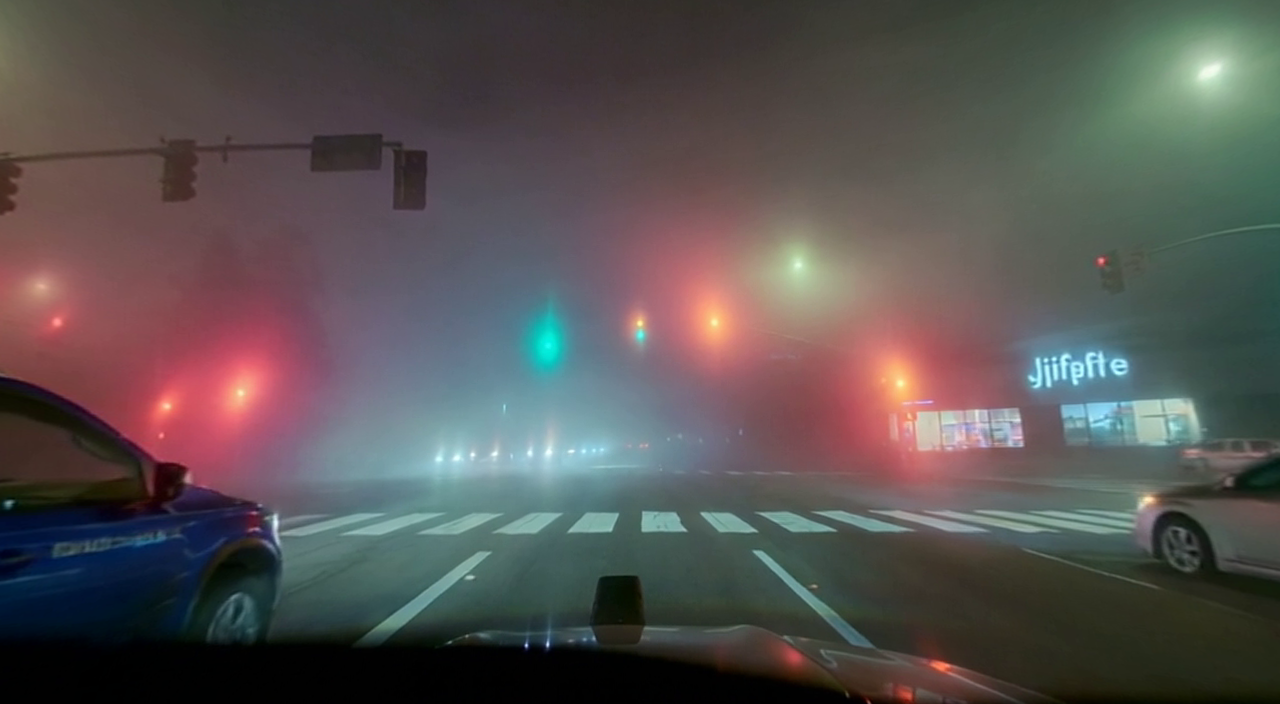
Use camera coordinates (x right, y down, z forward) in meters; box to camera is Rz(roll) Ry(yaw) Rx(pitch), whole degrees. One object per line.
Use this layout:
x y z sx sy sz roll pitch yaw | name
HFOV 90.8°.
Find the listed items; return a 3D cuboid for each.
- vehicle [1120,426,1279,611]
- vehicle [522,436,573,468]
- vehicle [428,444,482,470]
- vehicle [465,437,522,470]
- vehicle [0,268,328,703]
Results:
6.162 1.229 4.324 1.972 1.476 4.775 0 -8 0 | vehicle
-5.466 5.991 38.094 2.384 1.787 5.038 0 -8 -1 | vehicle
-11.336 6.441 38.944 2.003 1.476 4.082 0 -8 1 | vehicle
-8.424 5.895 36.909 2.273 1.791 4.809 0 -8 -1 | vehicle
-3.328 0.630 1.874 2.313 1.883 5.016 0 -9 -1 | vehicle
